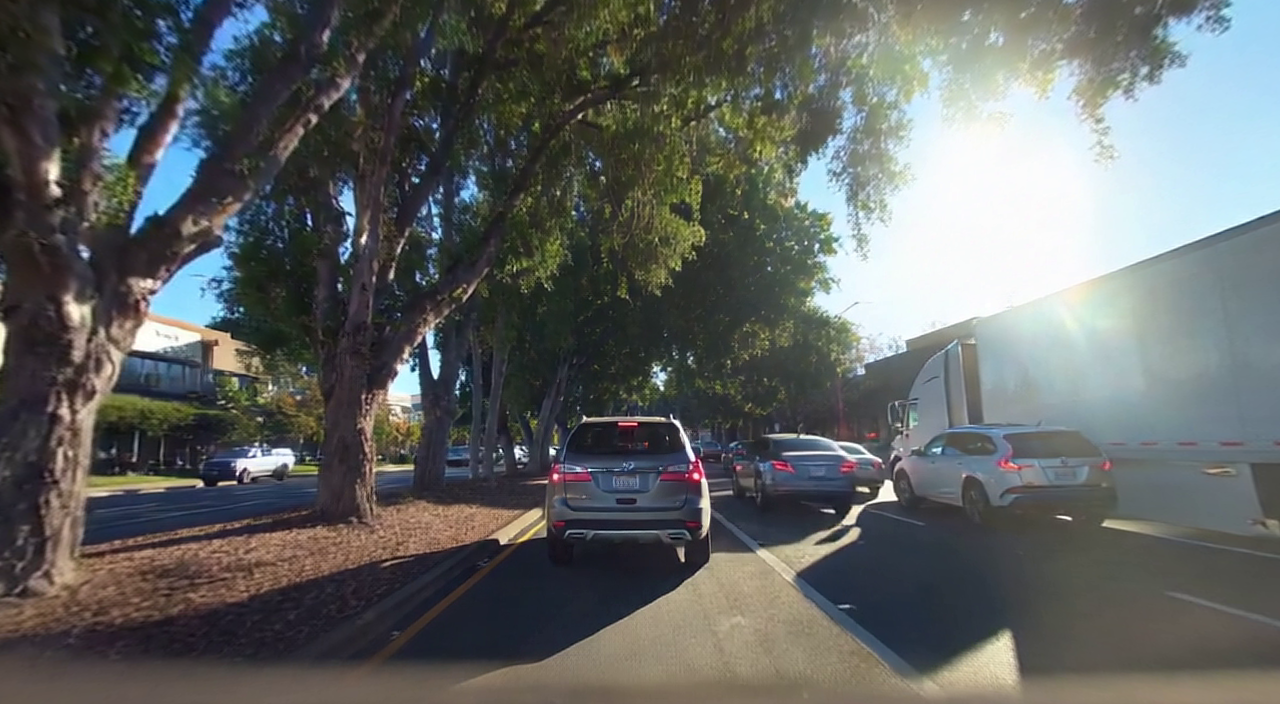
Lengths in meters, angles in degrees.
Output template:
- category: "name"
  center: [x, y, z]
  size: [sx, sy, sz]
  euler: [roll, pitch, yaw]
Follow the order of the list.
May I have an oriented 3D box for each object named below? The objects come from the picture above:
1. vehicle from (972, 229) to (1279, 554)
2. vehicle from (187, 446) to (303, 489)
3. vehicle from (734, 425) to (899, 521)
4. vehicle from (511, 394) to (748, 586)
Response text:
- category: "vehicle"
  center: [9.986, 0.352, 7.237]
  size: [2.879, 4.284, 17.334]
  euler: [0, -9, 0]
- category: "vehicle"
  center: [-19.330, 5.636, 31.305]
  size: [2.302, 1.939, 5.221]
  euler: [0, -9, 1]
- category: "vehicle"
  center: [3.389, 2.435, 13.235]
  size: [2.123, 1.648, 4.547]
  euler: [0, -9, 0]
- category: "vehicle"
  center: [-0.121, 1.672, 8.409]
  size: [2.320, 1.880, 4.192]
  euler: [0, -9, -1]
